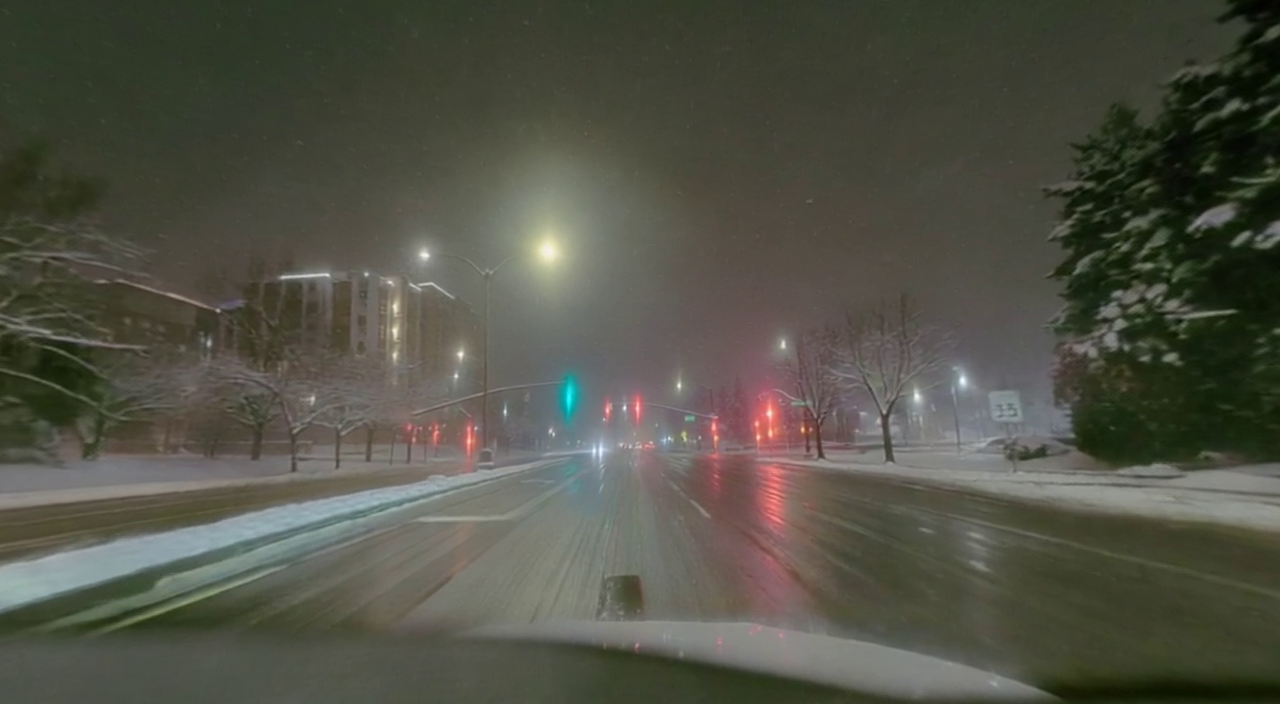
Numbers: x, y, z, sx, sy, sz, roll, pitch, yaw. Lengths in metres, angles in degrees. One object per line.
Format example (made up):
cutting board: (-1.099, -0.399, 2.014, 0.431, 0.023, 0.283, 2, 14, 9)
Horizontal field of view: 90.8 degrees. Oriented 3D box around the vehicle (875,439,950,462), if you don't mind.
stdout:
vehicle: (19.131, 6.912, 44.418, 4.376, 1.483, 1.828, -8, -12, 44)
